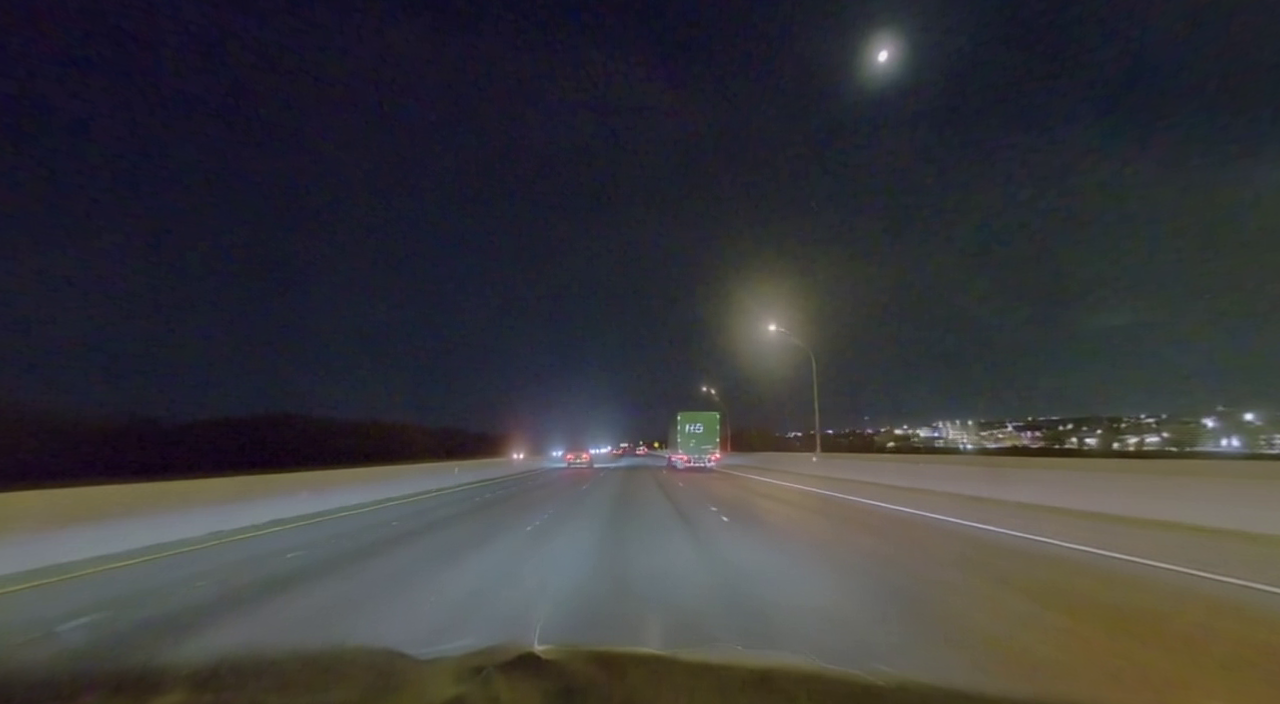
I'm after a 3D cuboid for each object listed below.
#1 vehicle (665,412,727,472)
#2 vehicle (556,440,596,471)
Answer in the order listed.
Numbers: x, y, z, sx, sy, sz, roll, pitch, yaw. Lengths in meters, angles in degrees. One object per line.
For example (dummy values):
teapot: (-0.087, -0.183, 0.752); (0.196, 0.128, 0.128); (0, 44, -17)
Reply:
vehicle: (3.562, 6.245, 43.132); (2.823, 3.509, 12.118); (0, -9, -1)
vehicle: (-4.088, 6.724, 40.809); (2.173, 1.857, 4.800); (0, -9, -1)
